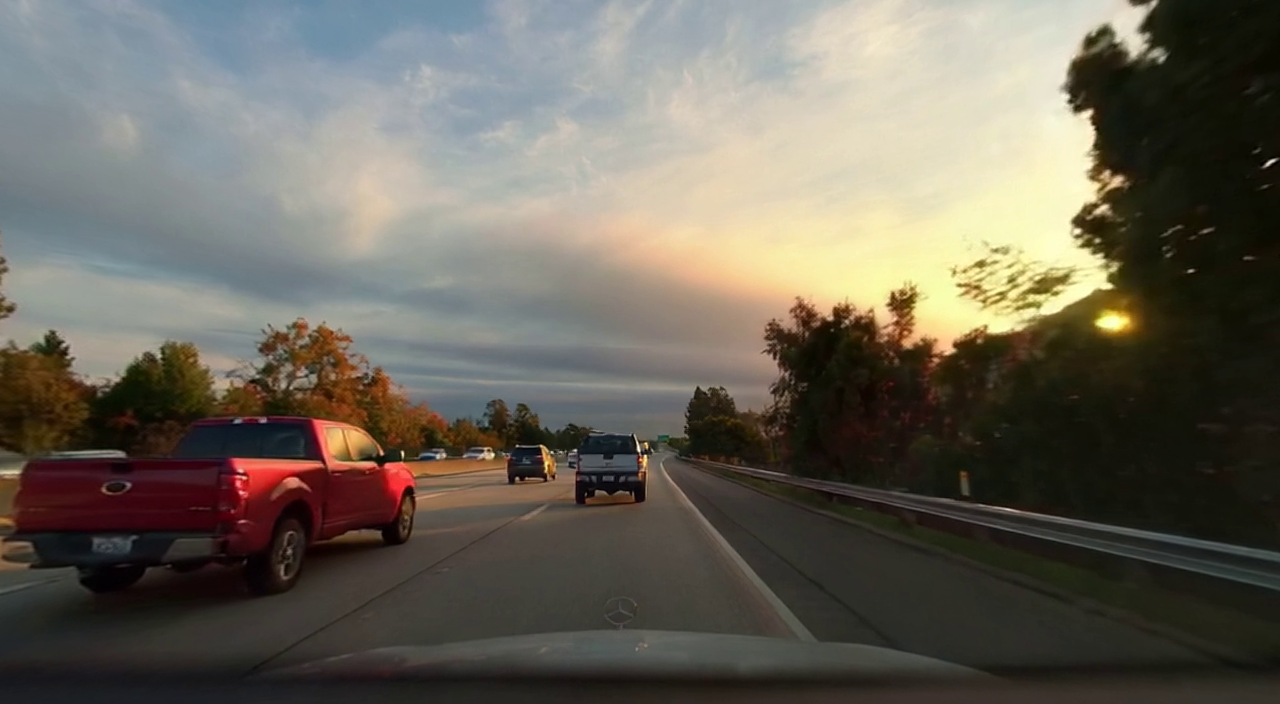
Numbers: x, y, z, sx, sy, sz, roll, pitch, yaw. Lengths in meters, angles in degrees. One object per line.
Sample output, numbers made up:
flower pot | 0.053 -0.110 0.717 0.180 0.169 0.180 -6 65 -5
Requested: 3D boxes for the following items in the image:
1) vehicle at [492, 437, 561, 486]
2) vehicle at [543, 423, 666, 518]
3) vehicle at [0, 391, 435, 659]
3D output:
vehicle | -4.451 4.357 25.483 1.991 1.776 4.333 0 -8 0
vehicle | -0.630 2.536 14.053 2.293 1.753 4.380 0 -8 1
vehicle | -4.047 1.482 6.687 2.038 1.704 5.181 0 -8 0
